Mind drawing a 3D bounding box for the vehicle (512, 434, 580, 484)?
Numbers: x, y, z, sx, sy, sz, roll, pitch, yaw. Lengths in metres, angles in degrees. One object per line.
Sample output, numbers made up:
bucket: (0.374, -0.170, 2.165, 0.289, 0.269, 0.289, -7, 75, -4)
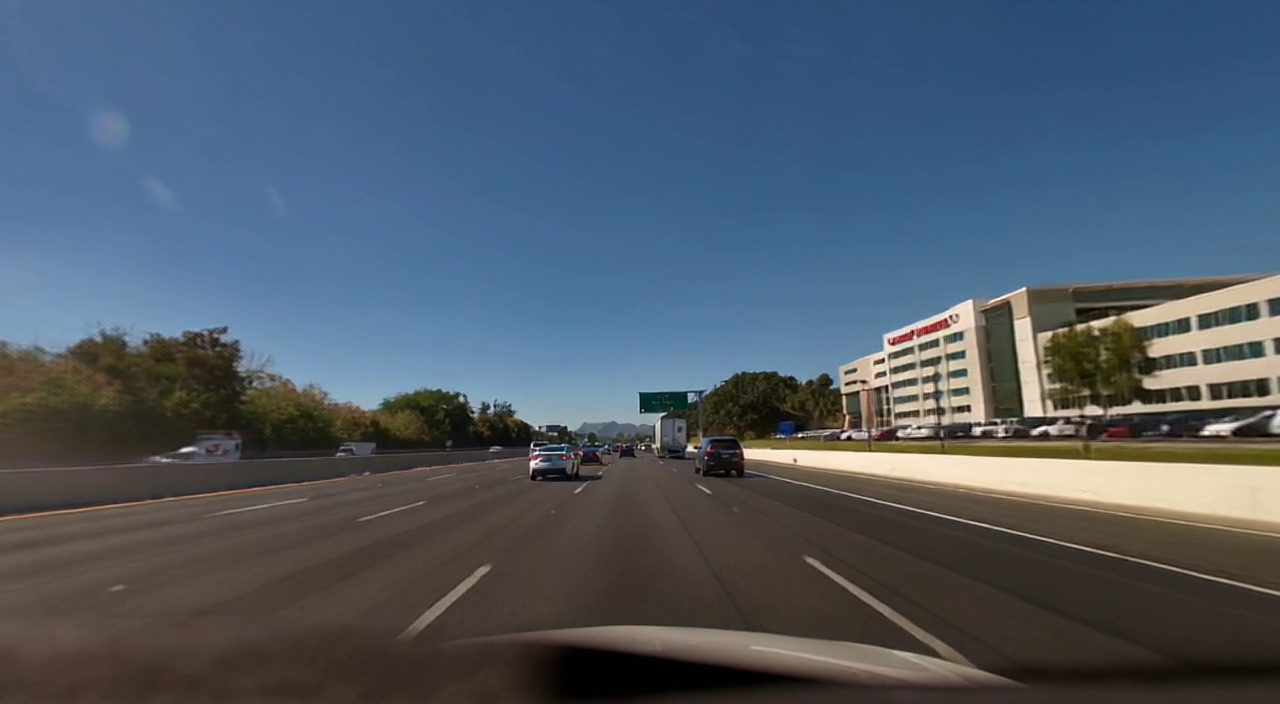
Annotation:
vehicle: (-3.565, 4.162, 24.799, 1.987, 1.765, 4.508, 0, -8, 0)

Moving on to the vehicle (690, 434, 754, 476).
vehicle: (3.715, 4.775, 29.535, 2.198, 1.807, 4.530, 0, -9, -2)
